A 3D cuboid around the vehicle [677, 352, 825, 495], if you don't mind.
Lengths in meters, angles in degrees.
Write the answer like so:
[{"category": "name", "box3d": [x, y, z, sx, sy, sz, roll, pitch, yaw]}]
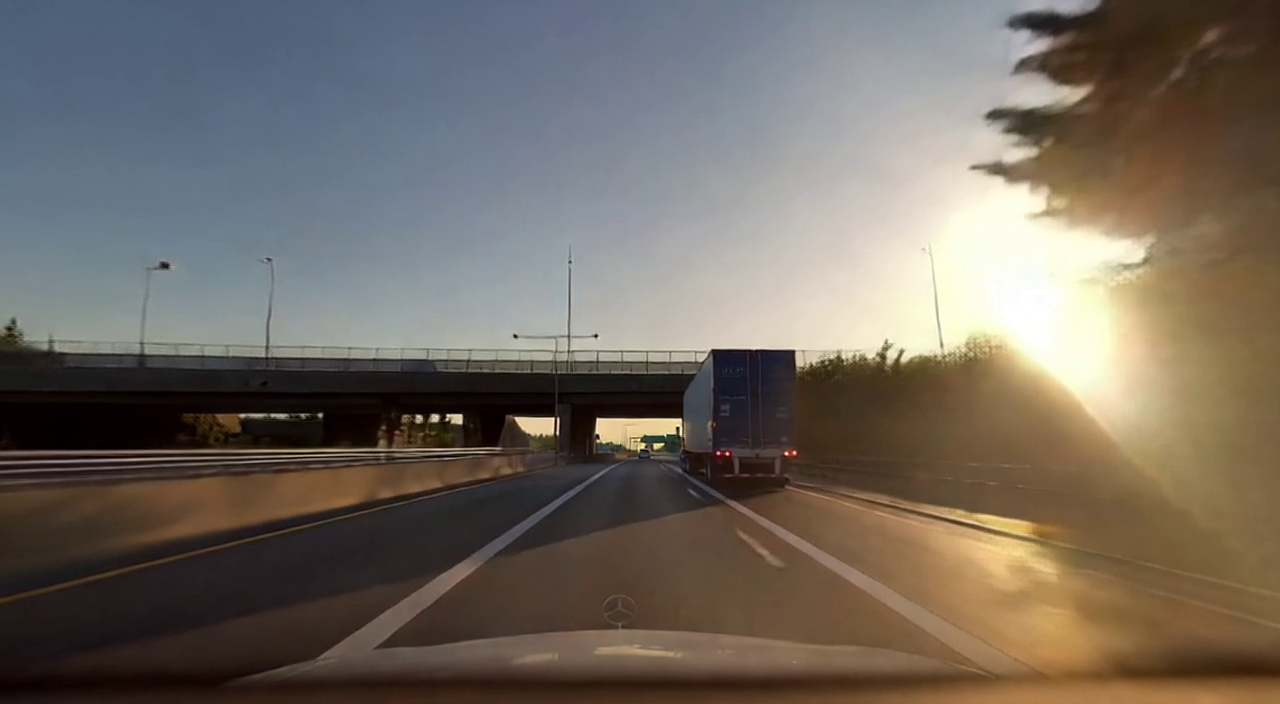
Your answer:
[{"category": "vehicle", "box3d": [3.531, 3.091, 24.926, 3.244, 4.020, 14.561, 0, -9, 0]}]
